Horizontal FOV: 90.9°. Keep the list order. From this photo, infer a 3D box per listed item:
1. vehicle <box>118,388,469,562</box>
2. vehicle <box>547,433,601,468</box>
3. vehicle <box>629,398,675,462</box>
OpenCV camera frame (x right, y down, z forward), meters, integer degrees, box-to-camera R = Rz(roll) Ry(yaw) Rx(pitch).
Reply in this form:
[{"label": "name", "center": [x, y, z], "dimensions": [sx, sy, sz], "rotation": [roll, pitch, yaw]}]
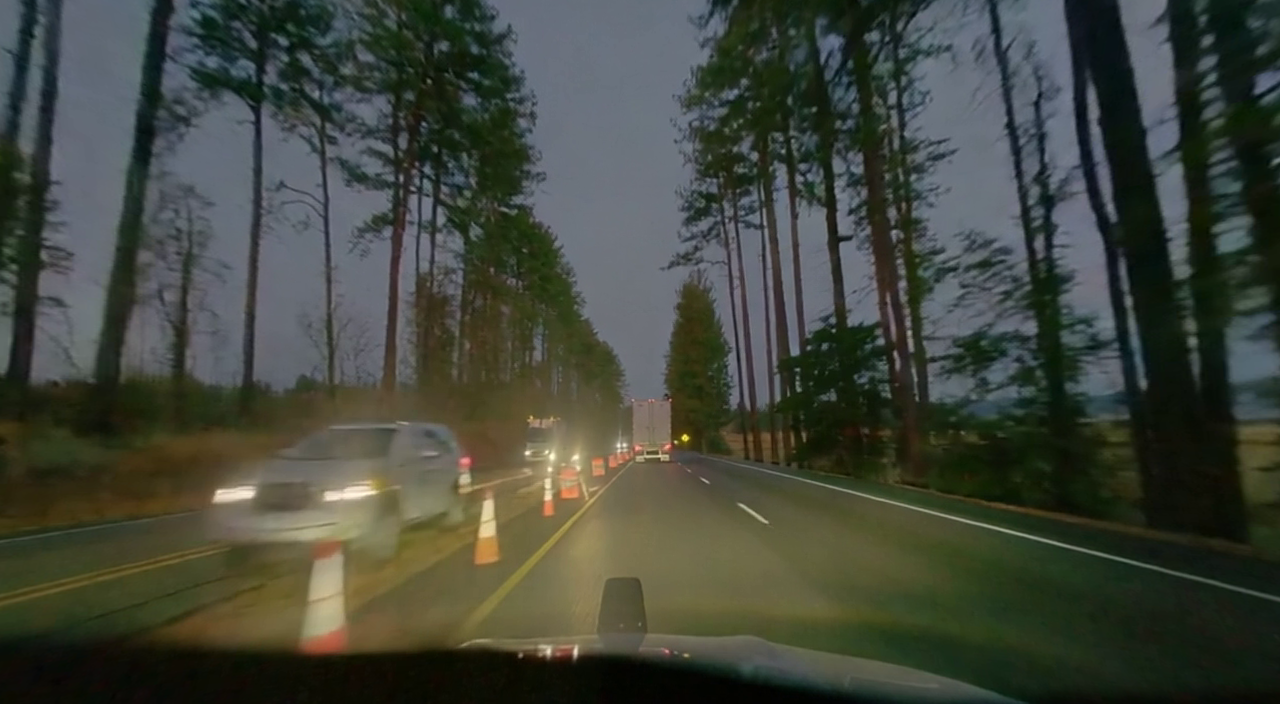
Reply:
[{"label": "vehicle", "center": [-5.019, 1.931, 10.797], "dimensions": [2.303, 2.069, 6.364], "rotation": [0, -8, 1]}, {"label": "vehicle", "center": [-4.296, 6.565, 42.174], "dimensions": [2.771, 2.097, 6.248], "rotation": [0, -8, 1]}, {"label": "vehicle", "center": [0.692, 5.796, 45.761], "dimensions": [2.935, 4.068, 11.036], "rotation": [0, -8, -1]}]
